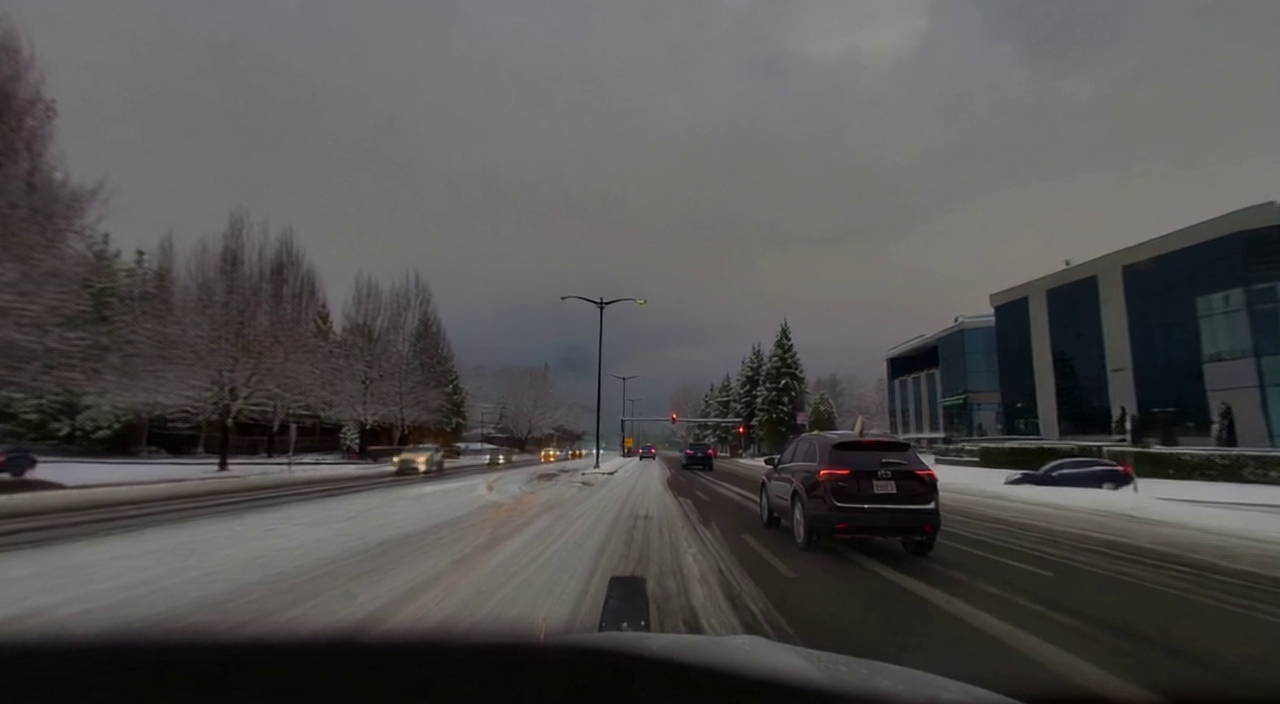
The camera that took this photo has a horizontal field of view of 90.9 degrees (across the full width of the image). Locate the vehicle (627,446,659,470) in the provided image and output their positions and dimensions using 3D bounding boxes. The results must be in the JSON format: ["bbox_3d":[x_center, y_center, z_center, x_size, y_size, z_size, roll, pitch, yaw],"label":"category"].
[{"bbox_3d":[0.182,6.878,41.232,1.991,1.477,3.814,0,-8,0],"label":"vehicle"}]

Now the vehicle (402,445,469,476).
[{"bbox_3d":[-10.863,5.771,33.821,1.969,1.488,4.612,0,-9,1],"label":"vehicle"}]

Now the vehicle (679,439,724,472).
[{"bbox_3d":[3.651,6.240,38.111,2.154,1.844,4.634,0,-8,-1],"label":"vehicle"}]

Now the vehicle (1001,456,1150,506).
[{"bbox_3d":[16.413,4.841,24.040,4.398,1.634,2.031,-5,-10,31],"label":"vehicle"}]

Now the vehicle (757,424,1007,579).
[{"bbox_3d":[2.975,1.902,8.799,1.901,1.634,3.896,1,-8,0],"label":"vehicle"}]
